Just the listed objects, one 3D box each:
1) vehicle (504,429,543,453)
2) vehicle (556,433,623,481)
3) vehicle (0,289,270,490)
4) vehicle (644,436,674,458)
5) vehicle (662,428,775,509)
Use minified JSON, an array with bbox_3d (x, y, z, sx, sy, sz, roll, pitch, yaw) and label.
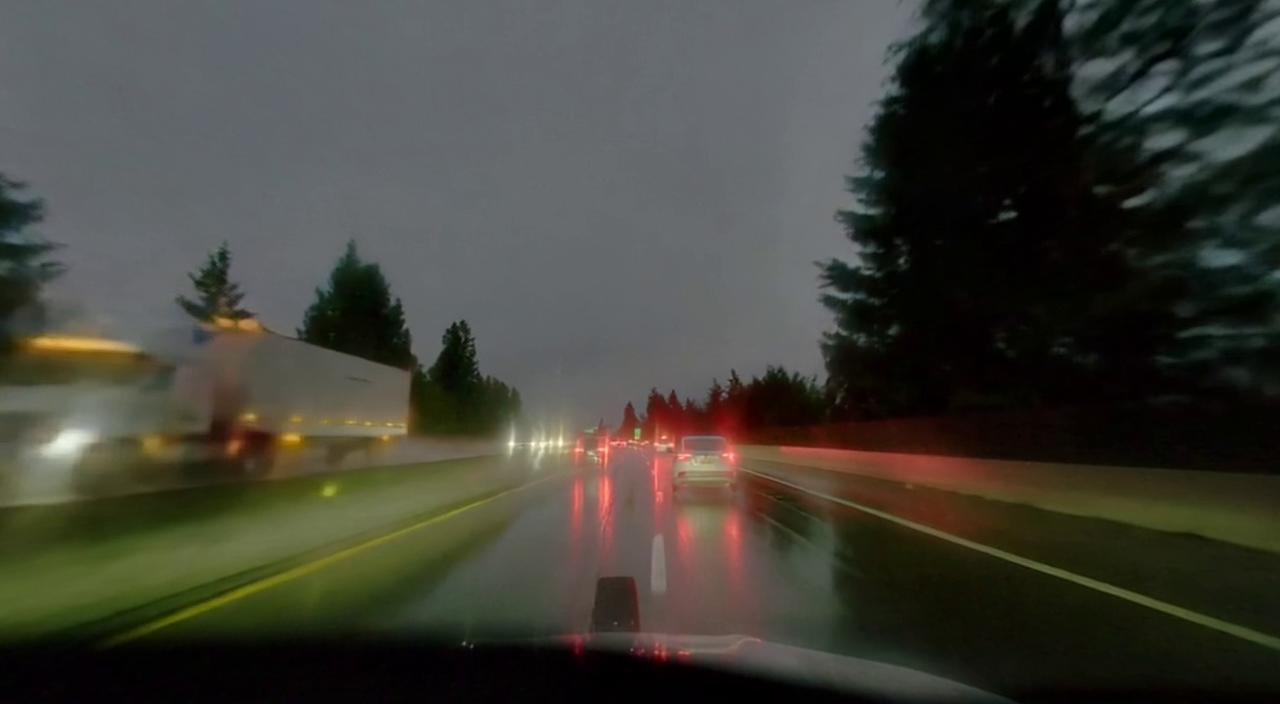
[{"bbox_3d":[-8.694,6.701,47.269,2.109,1.706,4.082,-1,-8,0],"label":"vehicle"},{"bbox_3d":[-1.759,3.826,23.304,2.178,1.559,4.254,-1,-8,-1],"label":"vehicle"},{"bbox_3d":[-12.814,1.173,15.776,2.979,4.027,6.468,-1,-8,0],"label":"vehicle"},{"bbox_3d":[1.395,7.217,47.734,2.146,1.546,3.796,-1,-8,0],"label":"vehicle"},{"bbox_3d":[1.628,2.655,14.947,2.055,1.566,5.046,-1,-8,0],"label":"vehicle"}]
